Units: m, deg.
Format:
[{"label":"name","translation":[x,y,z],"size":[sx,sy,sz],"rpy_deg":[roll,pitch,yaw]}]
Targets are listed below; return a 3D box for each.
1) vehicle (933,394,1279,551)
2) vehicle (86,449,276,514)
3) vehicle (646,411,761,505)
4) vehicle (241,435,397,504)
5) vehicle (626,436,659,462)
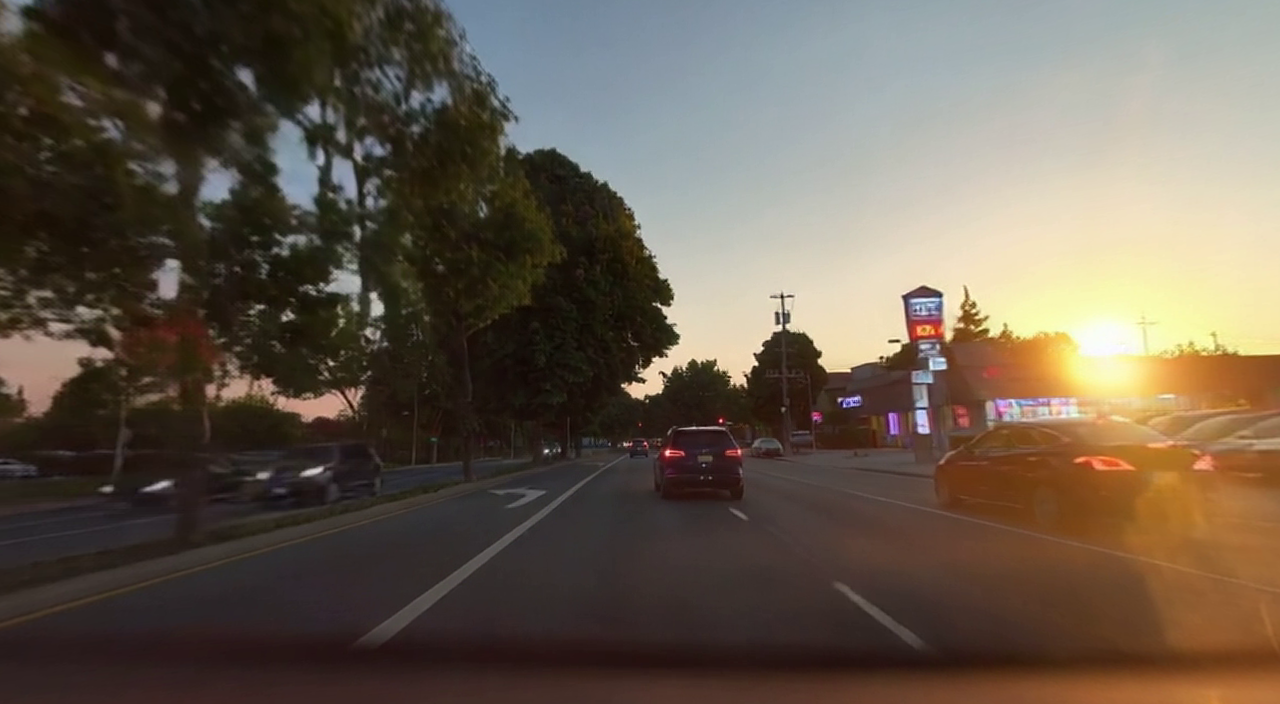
[{"label":"vehicle","translation":[6.659,1.713,9.618],"size":[2.025,1.765,4.729],"rpy_deg":[0,-8,-1]},{"label":"vehicle","translation":[-12.193,3.422,17.242],"size":[1.868,1.496,4.390],"rpy_deg":[0,-8,0]},{"label":"vehicle","translation":[1.331,2.526,15.451],"size":[2.038,1.917,4.900],"rpy_deg":[0,-8,-3]},{"label":"vehicle","translation":[-8.864,3.256,18.007],"size":[2.044,1.695,4.503],"rpy_deg":[0,-8,0]},{"label":"vehicle","translation":[0.159,6.532,42.653],"size":[2.101,1.707,3.904],"rpy_deg":[0,-8,-1]}]
